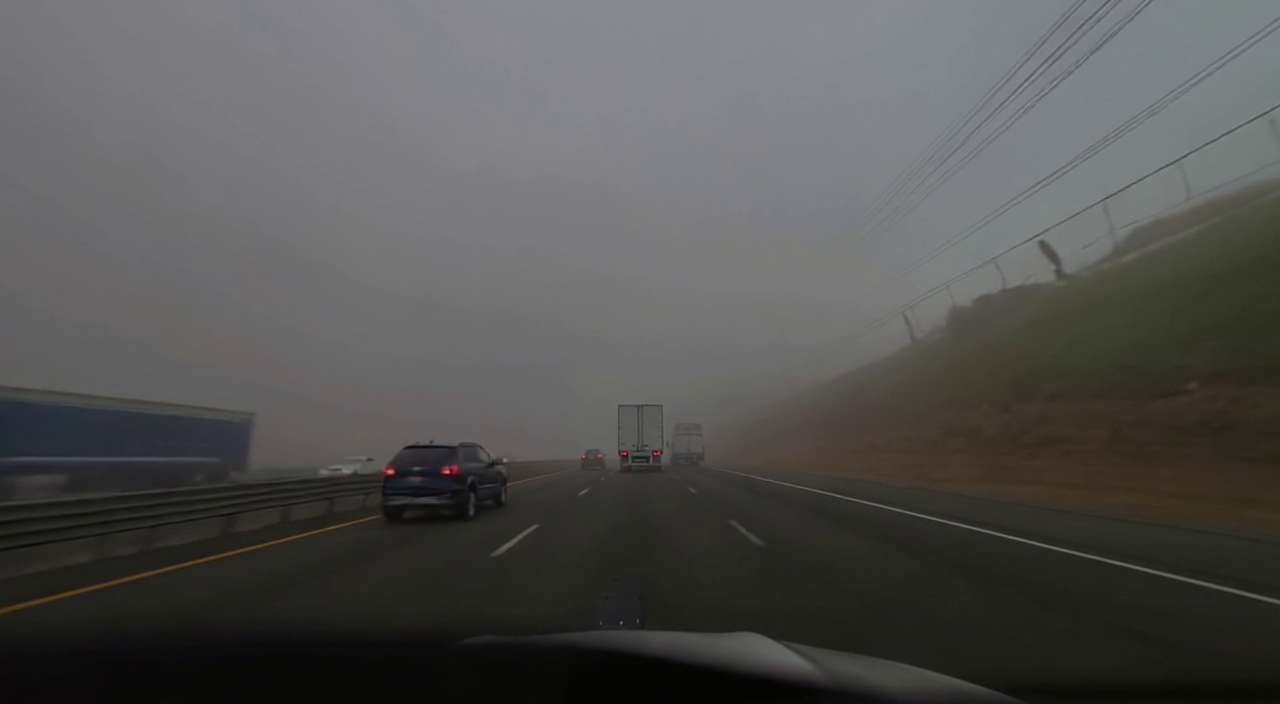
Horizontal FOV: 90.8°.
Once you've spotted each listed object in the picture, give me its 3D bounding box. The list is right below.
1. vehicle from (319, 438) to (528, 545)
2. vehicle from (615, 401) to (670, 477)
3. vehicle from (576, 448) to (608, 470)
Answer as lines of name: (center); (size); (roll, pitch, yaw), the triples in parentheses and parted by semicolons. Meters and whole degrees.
vehicle: (-3.574, 2.398, 11.600); (2.128, 1.533, 4.694); (0, -9, 1)
vehicle: (0.222, 5.521, 39.401); (2.985, 4.025, 10.982); (0, -9, 1)
vehicle: (-3.731, 8.412, 49.948); (2.170, 1.657, 4.573); (0, -9, 1)
